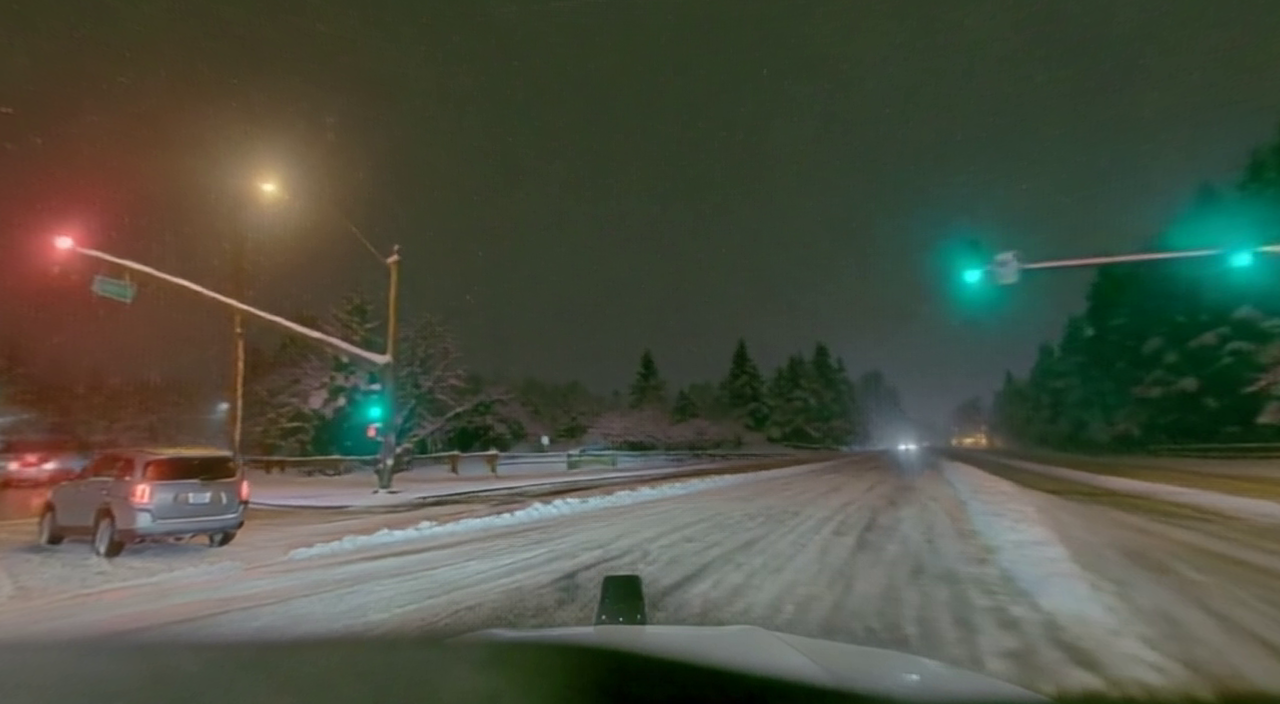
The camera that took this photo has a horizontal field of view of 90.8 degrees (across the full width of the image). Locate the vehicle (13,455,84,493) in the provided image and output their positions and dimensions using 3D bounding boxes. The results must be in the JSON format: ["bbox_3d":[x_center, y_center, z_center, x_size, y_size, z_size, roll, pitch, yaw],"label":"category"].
[{"bbox_3d":[-26.693,5.428,28.443,4.655,1.476,1.929,-8,-13,44],"label":"vehicle"}]

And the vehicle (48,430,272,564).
[{"bbox_3d":[-8.598,2.374,11.169,4.580,1.827,2.230,-8,-12,43],"label":"vehicle"}]
